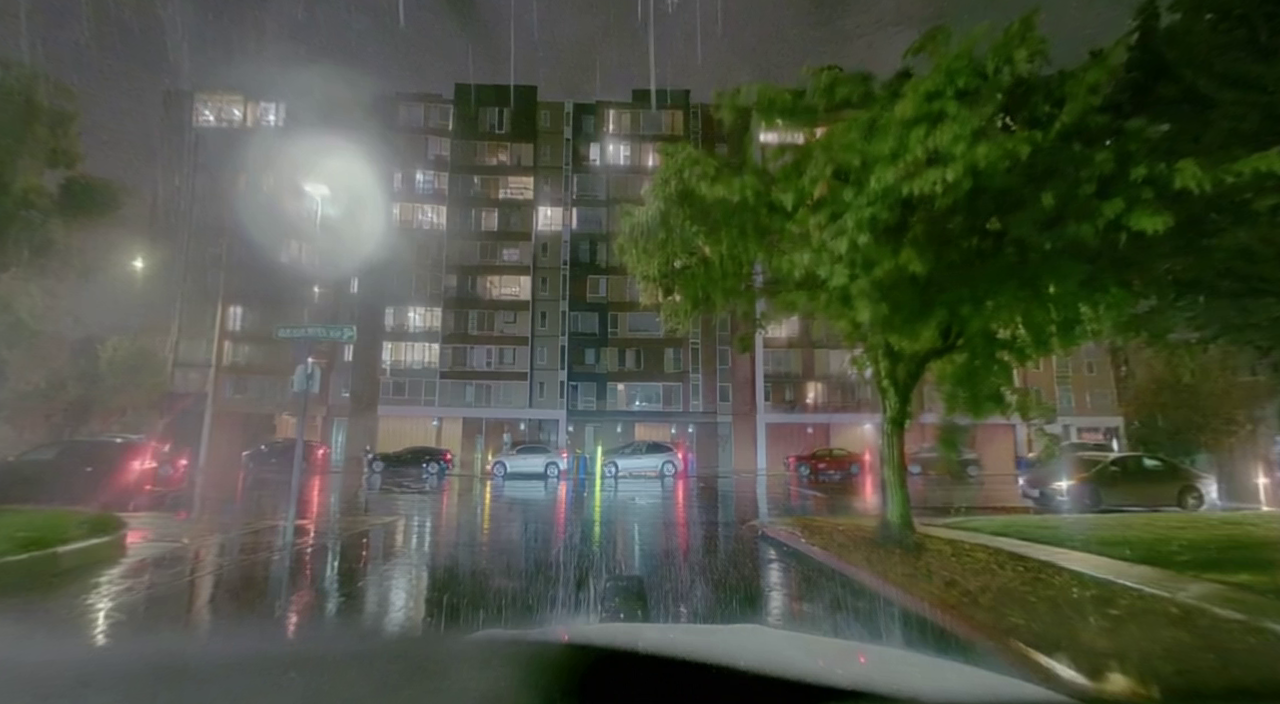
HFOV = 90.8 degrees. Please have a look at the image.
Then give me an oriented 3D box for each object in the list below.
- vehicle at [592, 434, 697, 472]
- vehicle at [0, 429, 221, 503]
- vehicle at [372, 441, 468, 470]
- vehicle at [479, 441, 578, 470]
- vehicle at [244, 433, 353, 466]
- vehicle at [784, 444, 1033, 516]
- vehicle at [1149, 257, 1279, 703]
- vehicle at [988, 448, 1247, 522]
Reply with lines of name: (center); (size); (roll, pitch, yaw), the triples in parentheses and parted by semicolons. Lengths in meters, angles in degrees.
vehicle: (0.147, 5.258, 32.960); (5.299, 1.860, 2.098); (1, -8, -5)
vehicle: (-12.432, 2.553, 14.364); (4.359, 1.519, 1.964); (0, -8, -1)
vehicle: (-11.323, 5.319, 32.718); (4.336, 1.438, 1.776); (0, -8, -3)
vehicle: (-5.706, 5.376, 32.843); (4.851, 1.339, 1.785); (-1, -11, -2)
vehicle: (-17.474, 5.004, 32.488); (4.426, 1.641, 1.889); (0, -8, -5)
vehicle: (5.844, 2.840, 14.301); (4.714, 1.471, 1.978); (-1, -8, 2)
vehicle: (4.774, 0.530, 1.143); (5.606, 1.882, 2.448); (0, -8, -2)
vehicle: (10.621, 2.950, 14.339); (4.163, 1.500, 2.076); (0, -8, -1)
